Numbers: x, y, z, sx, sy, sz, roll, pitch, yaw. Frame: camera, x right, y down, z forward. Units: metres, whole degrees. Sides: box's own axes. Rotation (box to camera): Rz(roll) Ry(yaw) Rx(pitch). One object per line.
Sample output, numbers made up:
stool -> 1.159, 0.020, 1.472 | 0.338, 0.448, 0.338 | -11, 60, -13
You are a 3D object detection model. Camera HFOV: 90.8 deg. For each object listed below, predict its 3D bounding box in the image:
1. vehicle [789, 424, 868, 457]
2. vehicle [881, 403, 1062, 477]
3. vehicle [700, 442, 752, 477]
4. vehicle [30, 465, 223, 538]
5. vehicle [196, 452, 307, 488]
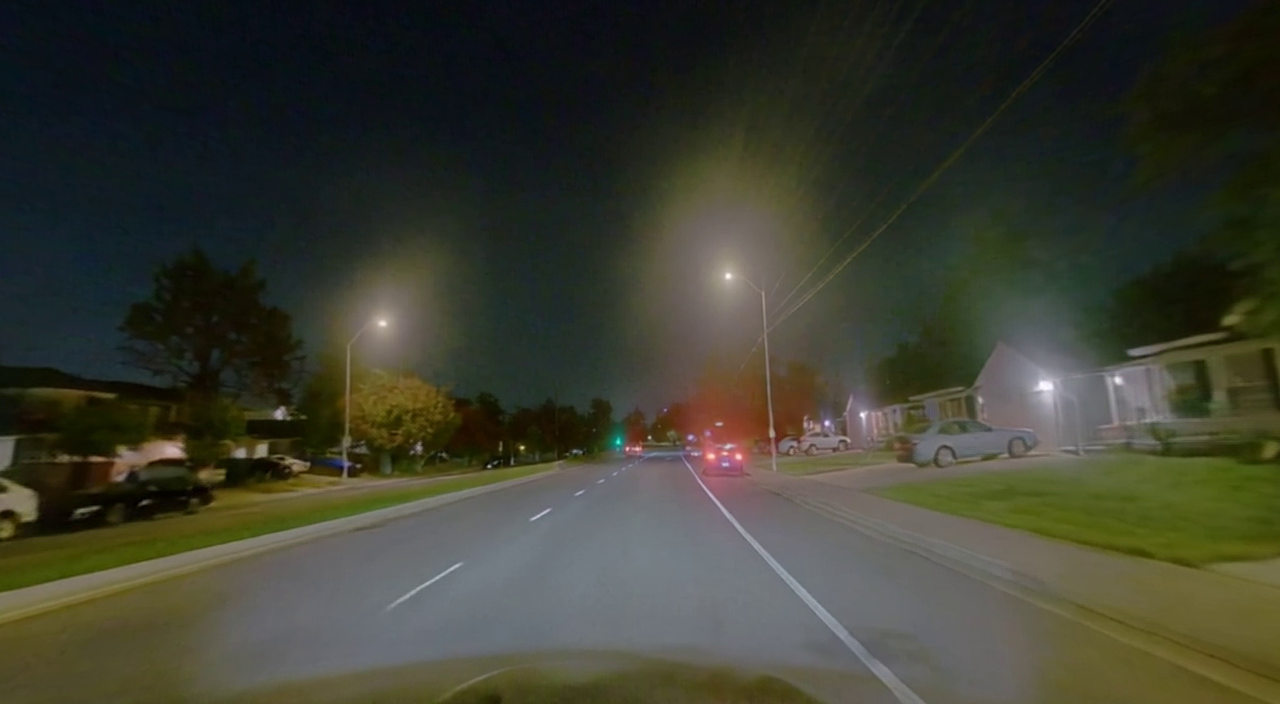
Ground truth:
vehicle -> 12.028, 5.636, 40.215 | 4.591, 1.867, 2.057 | 2, -11, -29
vehicle -> 10.279, 2.751, 19.858 | 4.463, 1.765, 1.960 | -5, -8, -4
vehicle -> 3.834, 4.862, 28.821 | 2.016, 1.477, 4.207 | -1, -8, 3
vehicle -> -14.082, 4.075, 17.703 | 1.695, 1.423, 4.371 | -9, -9, 2
vehicle -> -20.137, 6.094, 32.836 | 4.505, 1.501, 1.953 | 2, -9, 6
